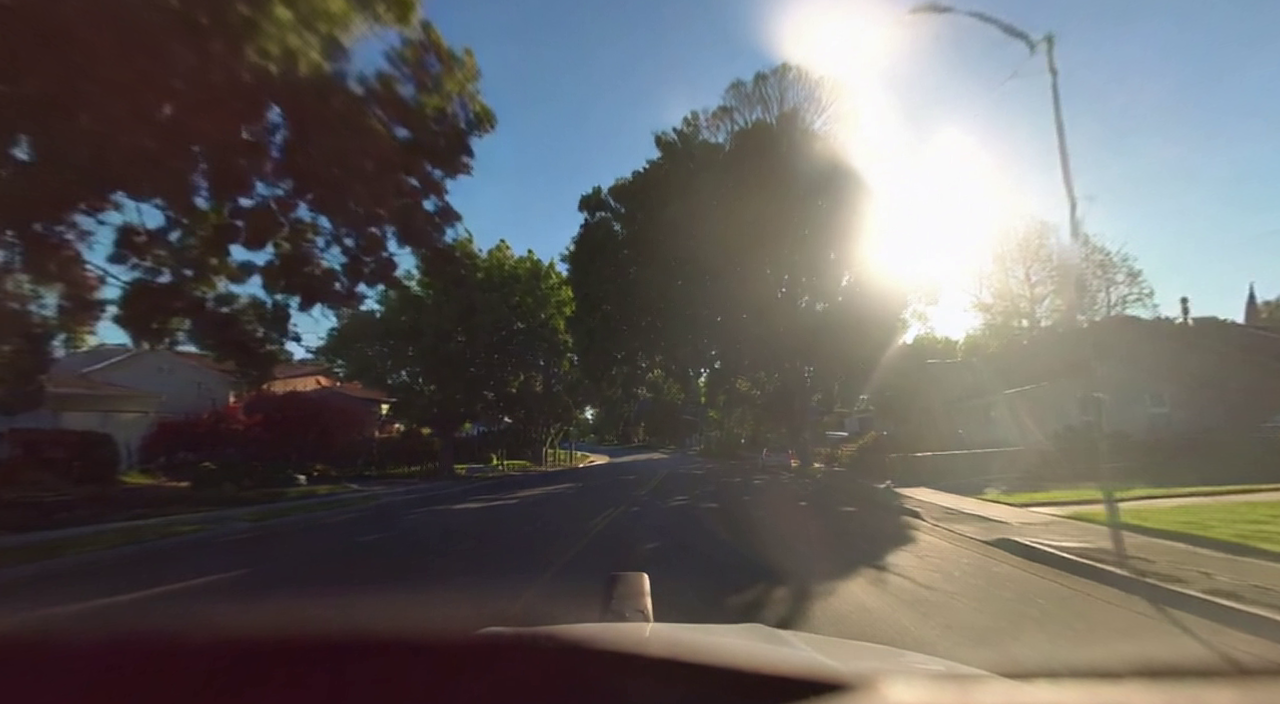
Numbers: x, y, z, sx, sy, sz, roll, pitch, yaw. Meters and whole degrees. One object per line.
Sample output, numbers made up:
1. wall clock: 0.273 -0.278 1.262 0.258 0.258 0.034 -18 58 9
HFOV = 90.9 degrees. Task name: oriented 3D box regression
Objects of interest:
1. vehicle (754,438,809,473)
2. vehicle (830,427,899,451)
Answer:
1. vehicle: 6.642 4.901 30.015 2.129 1.490 4.369 -1 -9 7
2. vehicle: 16.646 6.467 46.820 4.403 1.662 1.882 0 -8 -1
